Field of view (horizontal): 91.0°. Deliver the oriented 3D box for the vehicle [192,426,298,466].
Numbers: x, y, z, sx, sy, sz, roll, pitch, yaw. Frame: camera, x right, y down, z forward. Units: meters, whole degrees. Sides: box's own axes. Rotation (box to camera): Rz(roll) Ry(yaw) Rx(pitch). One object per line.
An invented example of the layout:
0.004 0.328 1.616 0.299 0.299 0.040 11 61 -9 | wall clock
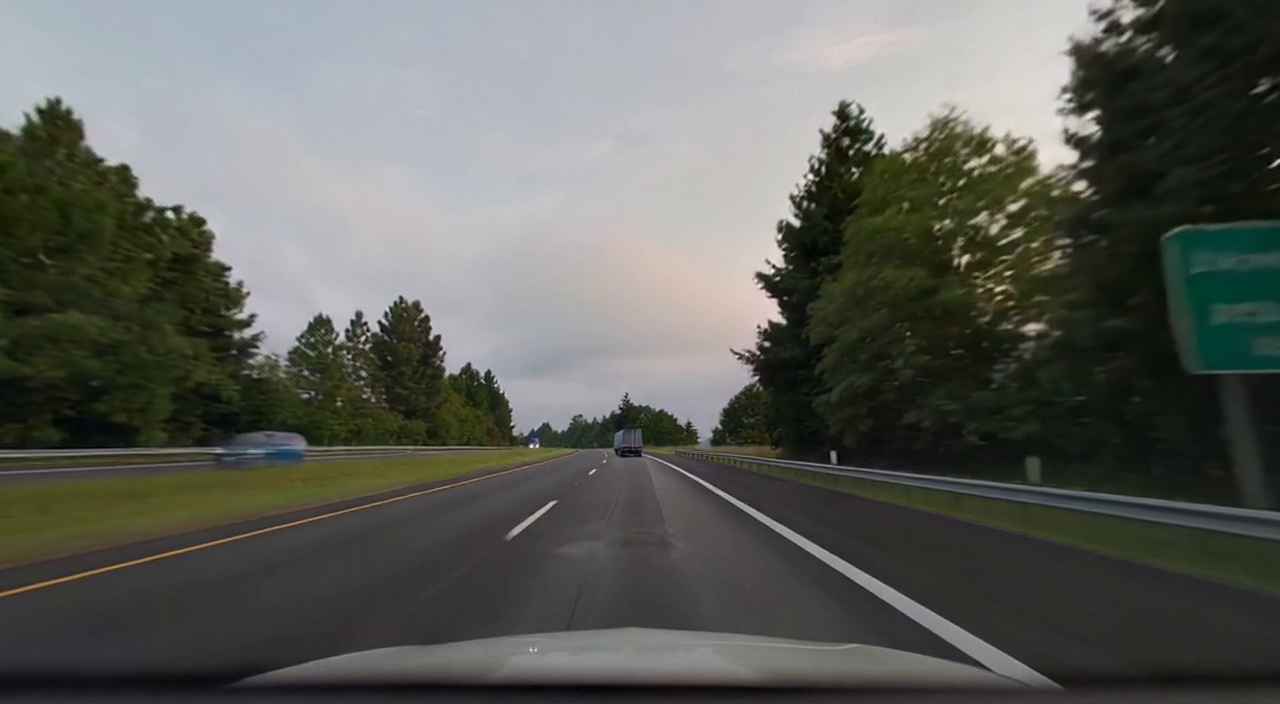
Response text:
-17.289 4.165 27.814 1.881 1.601 4.286 0 -8 0 | vehicle
